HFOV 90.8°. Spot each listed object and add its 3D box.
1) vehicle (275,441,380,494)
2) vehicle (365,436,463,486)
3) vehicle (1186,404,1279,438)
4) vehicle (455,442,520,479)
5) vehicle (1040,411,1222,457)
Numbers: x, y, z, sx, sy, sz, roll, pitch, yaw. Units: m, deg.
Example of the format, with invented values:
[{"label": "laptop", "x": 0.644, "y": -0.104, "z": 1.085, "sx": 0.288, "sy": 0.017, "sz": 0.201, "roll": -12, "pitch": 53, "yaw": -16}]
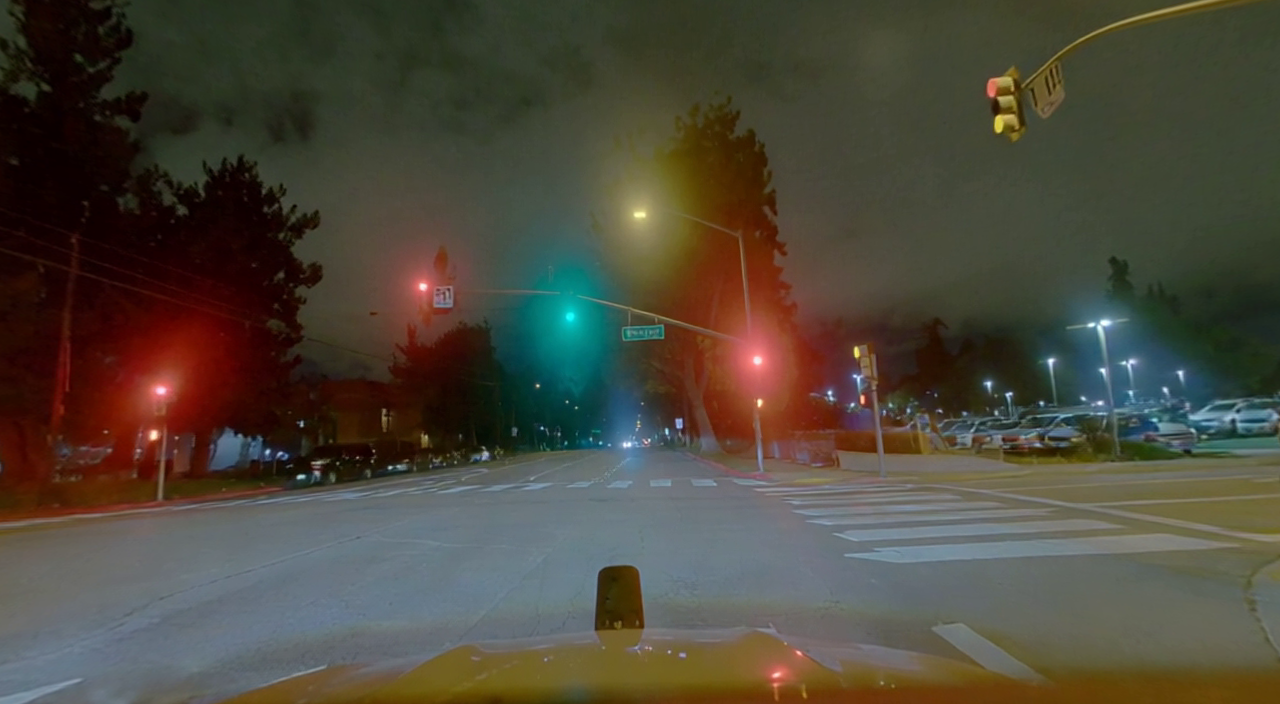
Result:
[{"label": "vehicle", "x": -13.728, "y": 5.063, "z": 28.149, "sx": 2.251, "sy": 1.957, "sz": 4.968, "roll": -4, "pitch": -9, "yaw": -1}, {"label": "vehicle", "x": -10.171, "y": 4.956, "z": 29.059, "sx": 2.475, "sy": 1.940, "sz": 5.702, "roll": -3, "pitch": -9, "yaw": 0}, {"label": "vehicle", "x": 34.911, "y": 4.028, "z": 36.651, "sx": 4.326, "sy": 1.511, "sz": 1.725, "roll": -8, "pitch": -9, "yaw": 17}, {"label": "vehicle", "x": -6.982, "y": 4.995, "z": 29.323, "sx": 2.024, "sy": 1.470, "sz": 4.153, "roll": -3, "pitch": -9, "yaw": -1}, {"label": "vehicle", "x": 16.926, "y": 2.906, "z": 22.099, "sx": 4.560, "sy": 1.453, "sz": 1.851, "roll": -3, "pitch": -9, "yaw": 18}]
